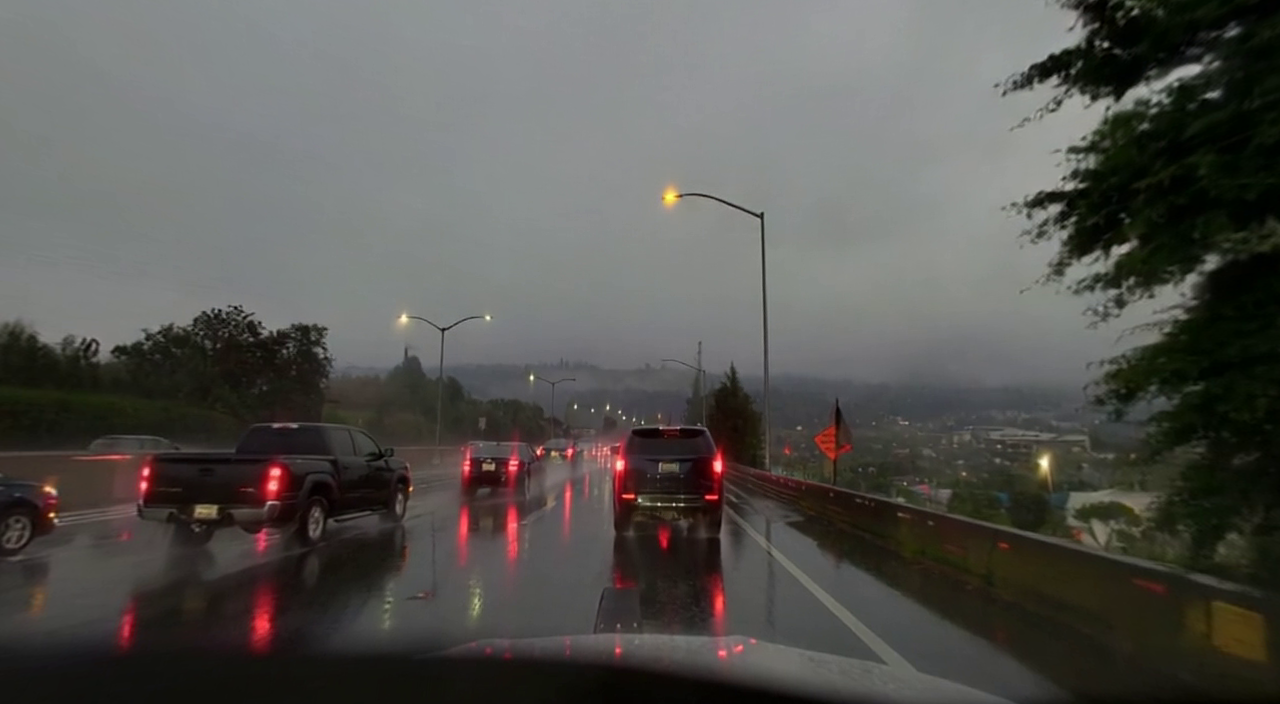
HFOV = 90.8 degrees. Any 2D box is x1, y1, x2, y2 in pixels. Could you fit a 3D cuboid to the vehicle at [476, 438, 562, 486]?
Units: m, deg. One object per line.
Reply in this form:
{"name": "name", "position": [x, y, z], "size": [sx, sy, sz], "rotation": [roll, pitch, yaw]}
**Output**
{"name": "vehicle", "position": [-4.023, 3.718, 21.652], "size": [1.868, 1.470, 4.105], "rotation": [-1, -9, 4]}

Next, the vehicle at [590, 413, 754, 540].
{"name": "vehicle", "position": [0.508, 2.042, 10.931], "size": [2.235, 1.716, 4.435], "rotation": [-1, -9, 2]}

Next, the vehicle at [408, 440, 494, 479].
{"name": "vehicle", "position": [-7.626, 4.389, 25.962], "size": [1.925, 1.454, 4.270], "rotation": [-1, -9, 5]}

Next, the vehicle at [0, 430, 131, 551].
{"name": "vehicle", "position": [-8.992, 1.692, 7.586], "size": [1.892, 1.498, 4.417], "rotation": [-1, -9, 4]}

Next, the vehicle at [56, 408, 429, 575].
{"name": "vehicle", "position": [-4.846, 1.758, 8.724], "size": [2.076, 1.688, 4.334], "rotation": [-1, -9, 5]}
